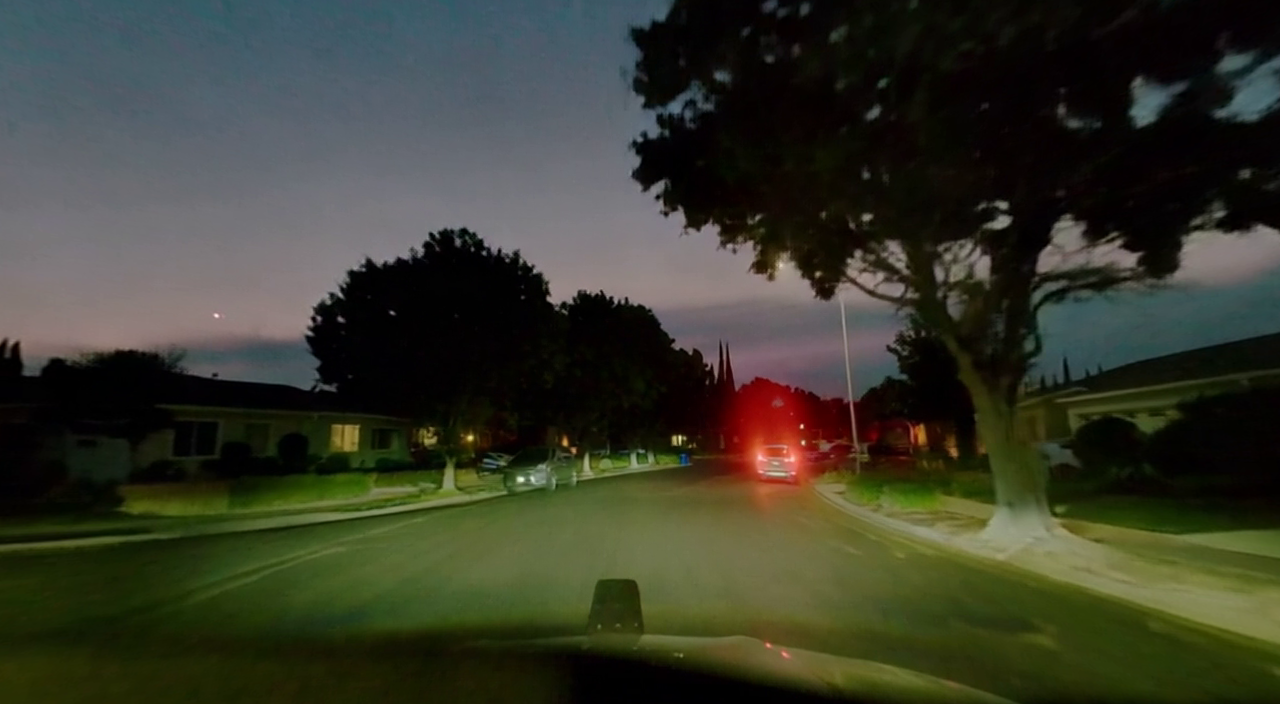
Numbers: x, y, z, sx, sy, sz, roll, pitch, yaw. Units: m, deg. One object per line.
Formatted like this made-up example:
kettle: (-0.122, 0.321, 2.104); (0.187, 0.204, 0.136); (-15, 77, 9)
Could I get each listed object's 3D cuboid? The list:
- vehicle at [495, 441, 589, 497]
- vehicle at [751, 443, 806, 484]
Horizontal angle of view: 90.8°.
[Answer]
vehicle: (-3.540, 4.313, 23.778); (2.041, 1.762, 4.508); (-4, -8, 11)
vehicle: (6.232, 4.890, 28.062); (2.075, 1.657, 4.648); (-2, -9, 15)
